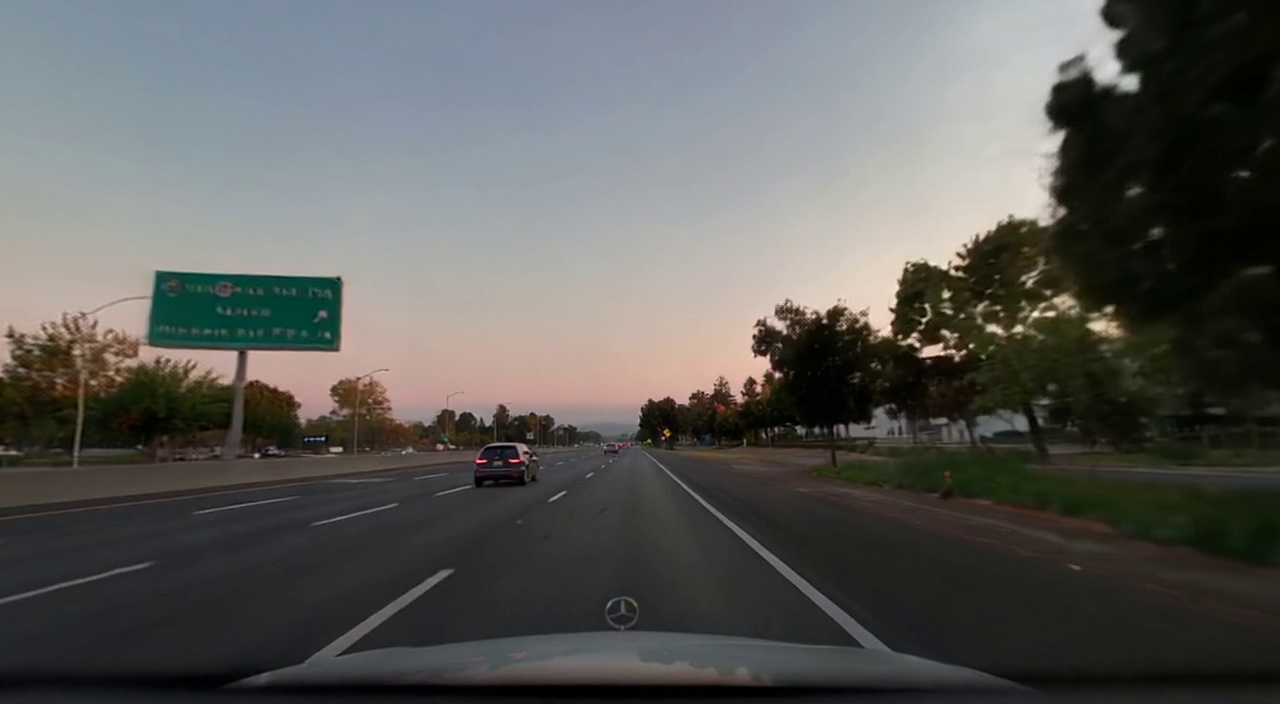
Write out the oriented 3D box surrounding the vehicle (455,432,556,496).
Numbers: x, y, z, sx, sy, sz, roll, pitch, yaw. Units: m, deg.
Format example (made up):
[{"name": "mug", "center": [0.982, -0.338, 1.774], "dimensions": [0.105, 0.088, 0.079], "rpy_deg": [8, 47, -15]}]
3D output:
[{"name": "vehicle", "center": [-4.073, 3.461, 20.047], "dimensions": [2.150, 1.761, 4.697], "rpy_deg": [0, -8, 0]}]
